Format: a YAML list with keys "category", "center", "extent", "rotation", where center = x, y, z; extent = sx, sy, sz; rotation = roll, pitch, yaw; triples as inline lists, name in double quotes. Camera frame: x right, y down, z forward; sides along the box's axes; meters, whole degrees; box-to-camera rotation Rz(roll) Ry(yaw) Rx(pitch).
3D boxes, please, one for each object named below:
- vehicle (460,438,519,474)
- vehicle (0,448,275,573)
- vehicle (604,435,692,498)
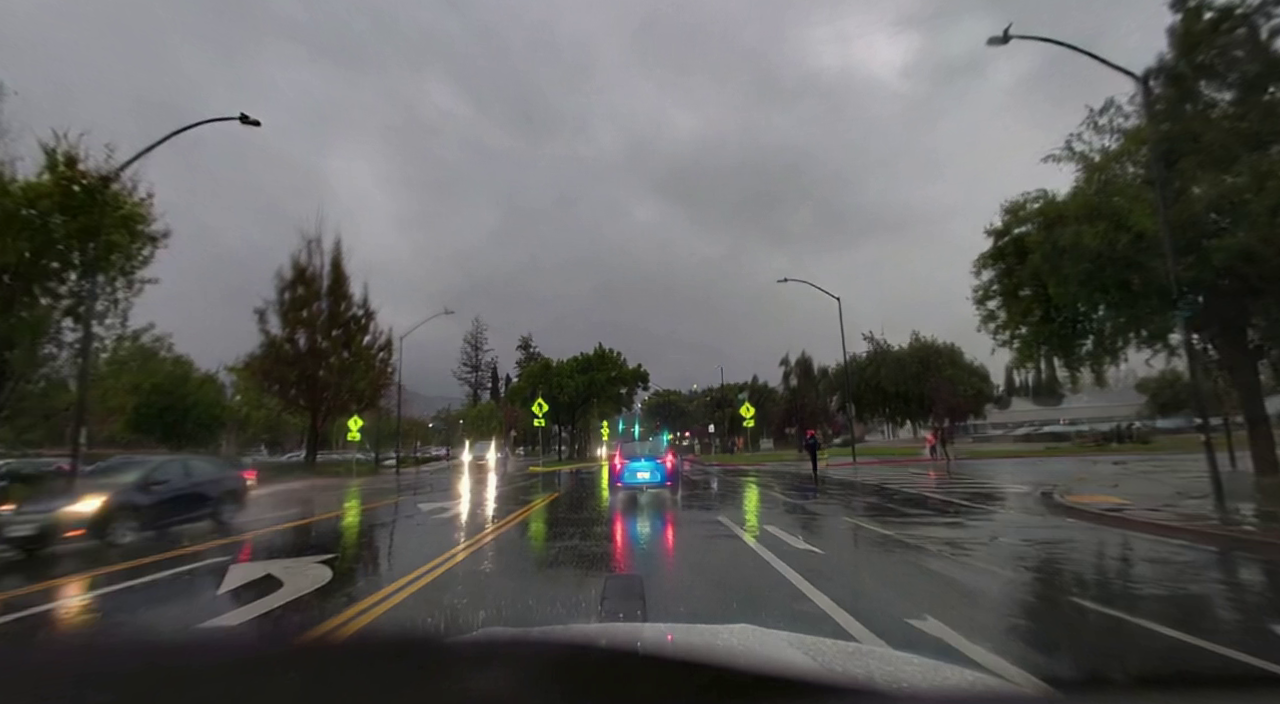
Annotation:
- category: "vehicle"
  center: [-8.600, 5.992, 36.582]
  extent: [2.179, 1.933, 5.034]
  rotation: [0, -8, 0]
- category: "vehicle"
  center: [-8.262, 2.336, 10.230]
  extent: [2.039, 1.532, 4.470]
  rotation: [0, -8, 0]
- category: "vehicle"
  center: [0.163, 3.210, 18.181]
  extent: [2.221, 1.570, 4.398]
  rotation: [0, -8, -1]
